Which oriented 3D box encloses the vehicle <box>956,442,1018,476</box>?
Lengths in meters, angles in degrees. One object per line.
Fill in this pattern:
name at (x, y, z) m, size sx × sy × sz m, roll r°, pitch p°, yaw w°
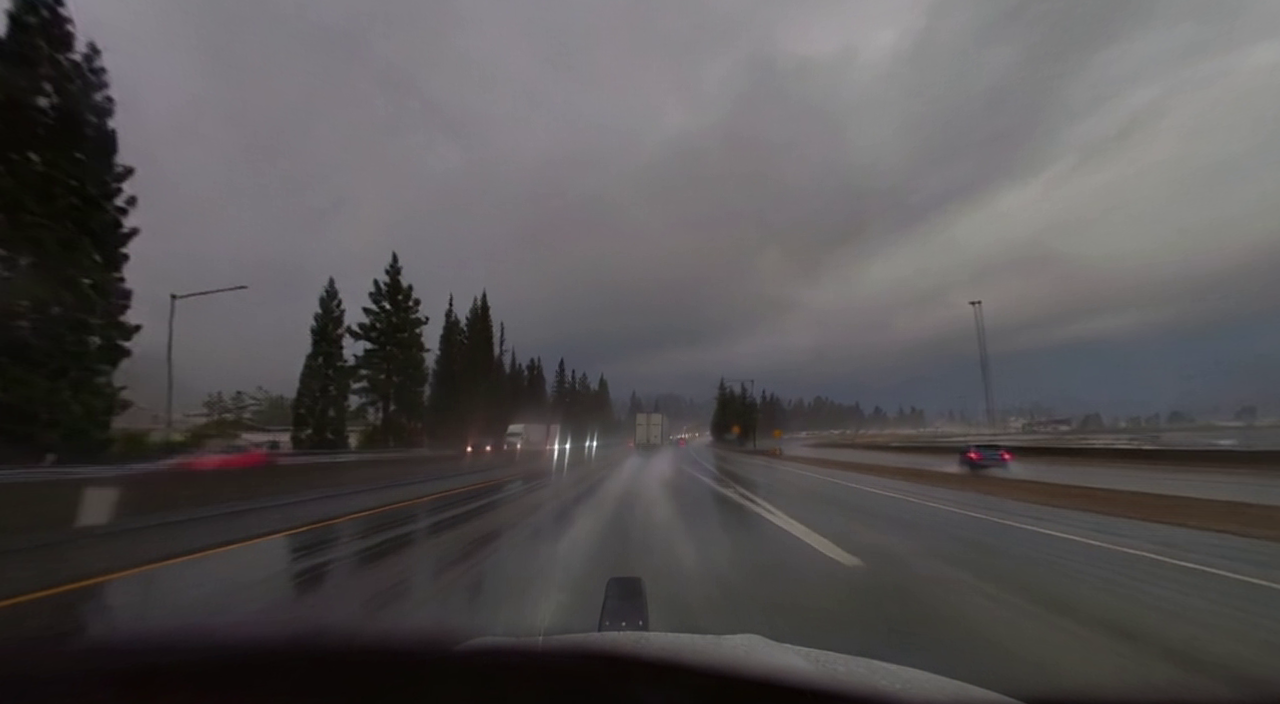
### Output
vehicle at (25.180, 7.697, 45.702) m, size 2.607 × 2.287 × 4.629 m, roll -9°, pitch -12°, yaw 43°
